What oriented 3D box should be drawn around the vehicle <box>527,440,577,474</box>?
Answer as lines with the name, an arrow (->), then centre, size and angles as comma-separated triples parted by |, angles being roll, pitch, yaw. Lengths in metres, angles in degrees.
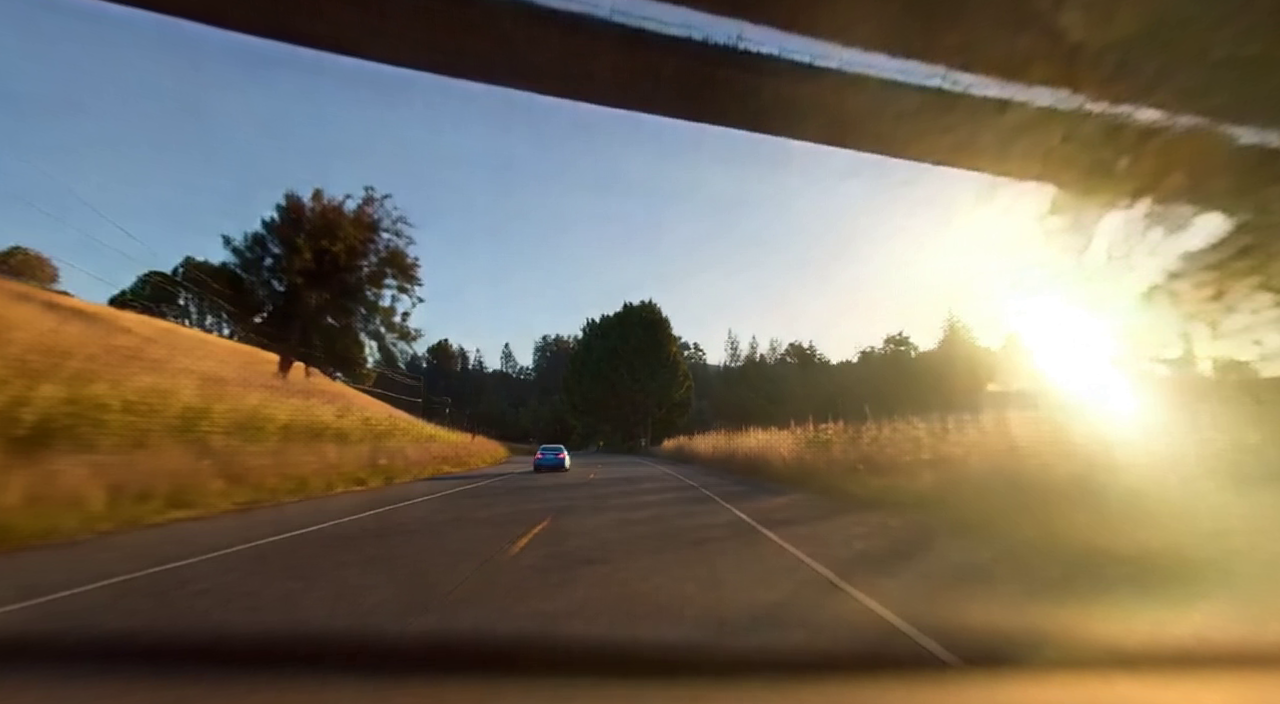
vehicle -> -4.167, 5.048, 30.507 | 1.968, 1.503, 4.443 | 0, -8, -2
